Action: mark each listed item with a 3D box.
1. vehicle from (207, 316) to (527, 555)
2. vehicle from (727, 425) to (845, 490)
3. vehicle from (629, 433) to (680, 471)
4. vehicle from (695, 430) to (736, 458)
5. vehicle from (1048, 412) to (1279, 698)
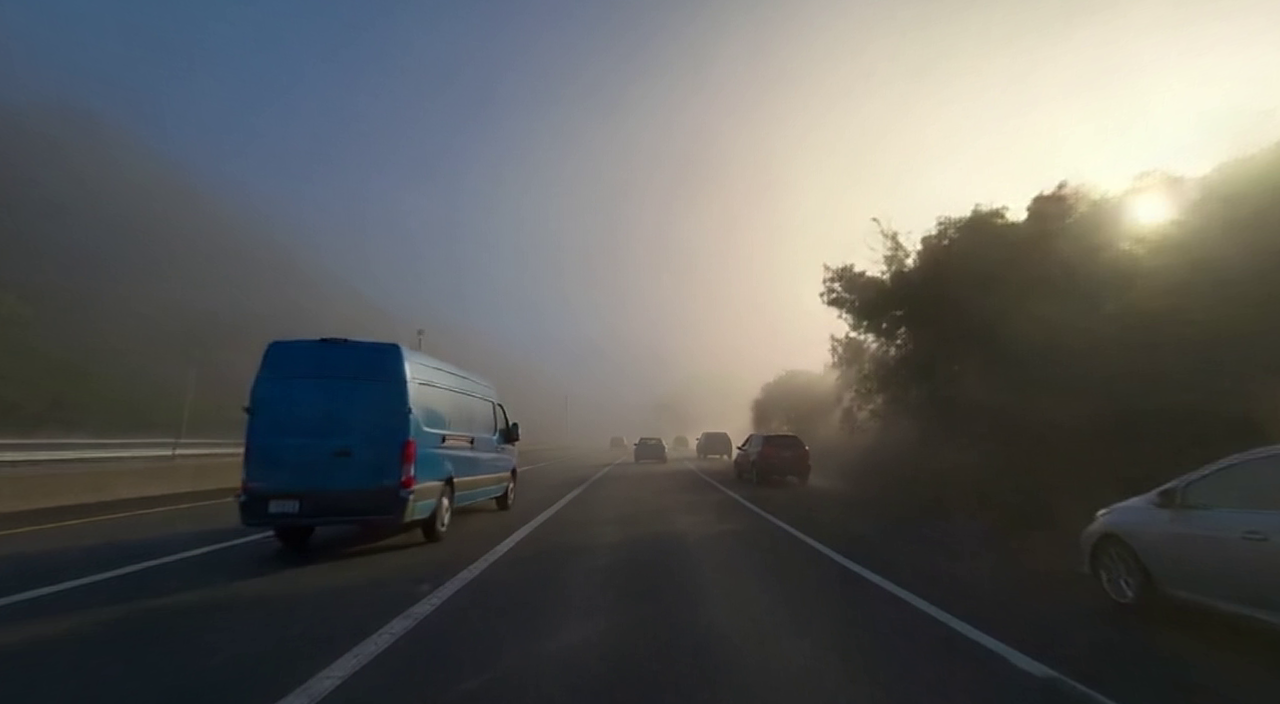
[{"bbox_3d":[-3.544,1.329,9.951,2.396,2.664,5.735,0,-8,0],"label":"vehicle"},{"bbox_3d":[4.063,3.019,18.343,2.270,1.660,4.101,0,-8,-3],"label":"vehicle"},{"bbox_3d":[0.581,4.338,27.567,2.054,1.504,3.890,0,-8,0],"label":"vehicle"},{"bbox_3d":[5.256,6.495,44.599,2.229,1.837,4.710,0,-8,-1],"label":"vehicle"},{"bbox_3d":[4.407,1.008,2.931,2.050,1.491,4.362,0,-8,-1],"label":"vehicle"}]
